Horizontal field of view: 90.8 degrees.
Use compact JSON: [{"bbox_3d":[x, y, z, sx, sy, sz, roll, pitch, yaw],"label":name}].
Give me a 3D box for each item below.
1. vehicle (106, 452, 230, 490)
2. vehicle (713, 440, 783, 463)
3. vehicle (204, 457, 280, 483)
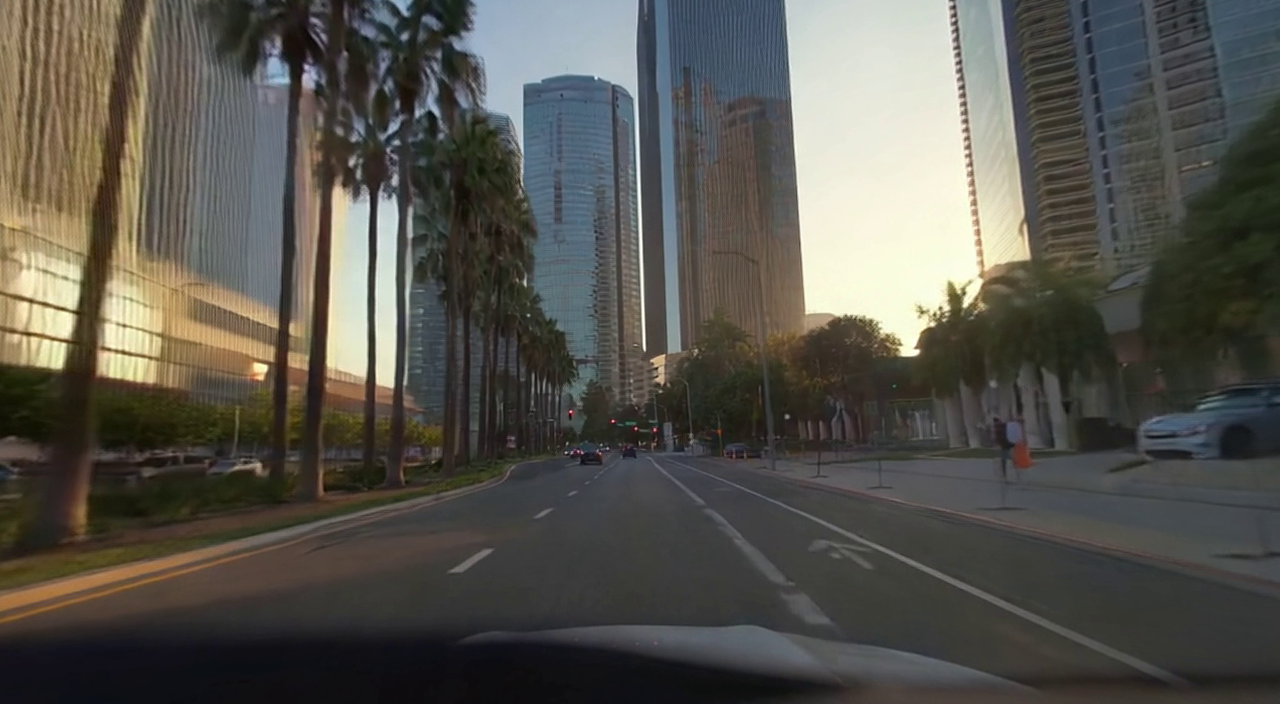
[{"bbox_3d":[-24.624,6.192,33.360,2.062,1.765,5.897,0,-9,-1],"label":"vehicle"},{"bbox_3d":[8.210,7.639,48.399,4.871,1.708,2.144,0,-9,-2],"label":"vehicle"},{"bbox_3d":[-24.237,7.183,38.693,1.751,1.424,4.506,0,-9,-1],"label":"vehicle"}]
